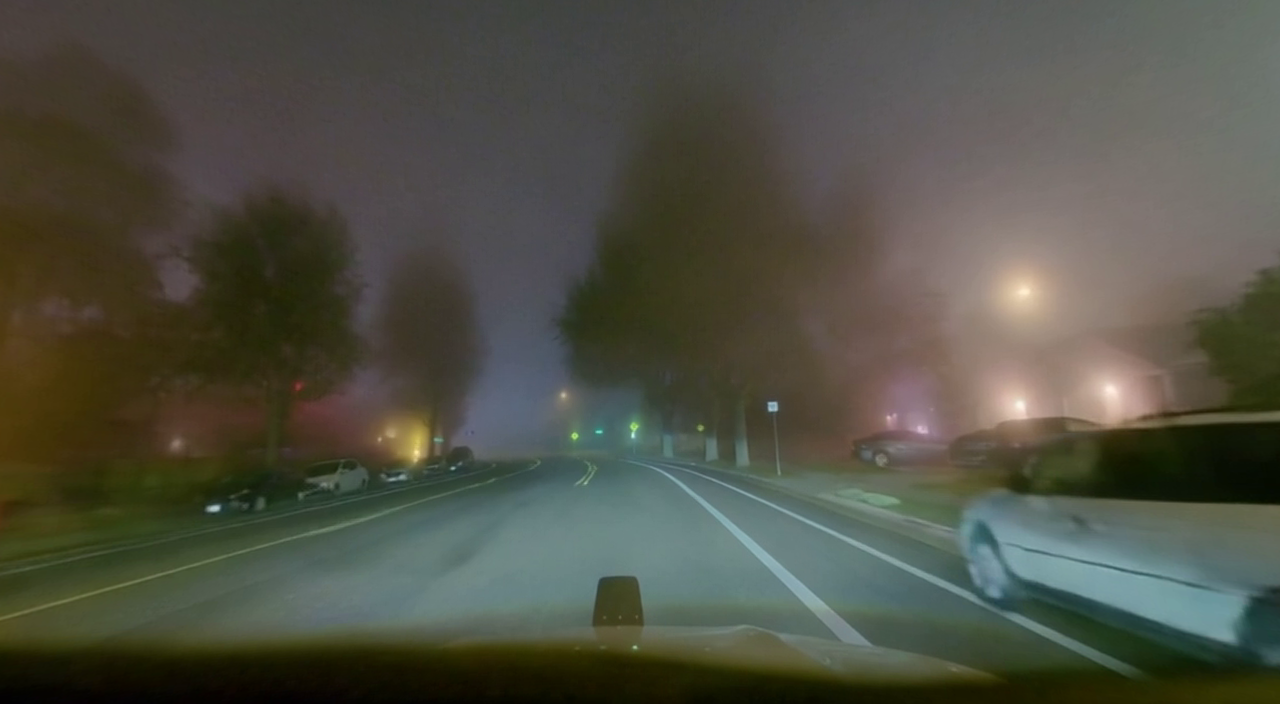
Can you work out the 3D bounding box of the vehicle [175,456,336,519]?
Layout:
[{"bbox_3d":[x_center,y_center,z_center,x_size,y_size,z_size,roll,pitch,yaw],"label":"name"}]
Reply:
[{"bbox_3d":[-11.018,3.874,18.611,1.922,1.496,4.598,0,-8,-1],"label":"vehicle"}]

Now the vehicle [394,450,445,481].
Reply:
[{"bbox_3d":[-11.937,6.137,34.448,1.750,1.471,3.960,2,-8,-6],"label":"vehicle"}]

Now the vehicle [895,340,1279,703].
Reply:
[{"bbox_3d":[3.725,1.010,3.635,2.176,1.793,5.534,0,-8,0],"label":"vehicle"}]

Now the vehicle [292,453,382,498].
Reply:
[{"bbox_3d":[-11.244,4.578,23.670,1.586,1.433,3.485,1,-8,0],"label":"vehicle"}]

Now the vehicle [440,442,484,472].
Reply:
[{"bbox_3d":[-12.965,7.643,46.336,2.190,1.789,5.477,-3,-7,-7],"label":"vehicle"}]
